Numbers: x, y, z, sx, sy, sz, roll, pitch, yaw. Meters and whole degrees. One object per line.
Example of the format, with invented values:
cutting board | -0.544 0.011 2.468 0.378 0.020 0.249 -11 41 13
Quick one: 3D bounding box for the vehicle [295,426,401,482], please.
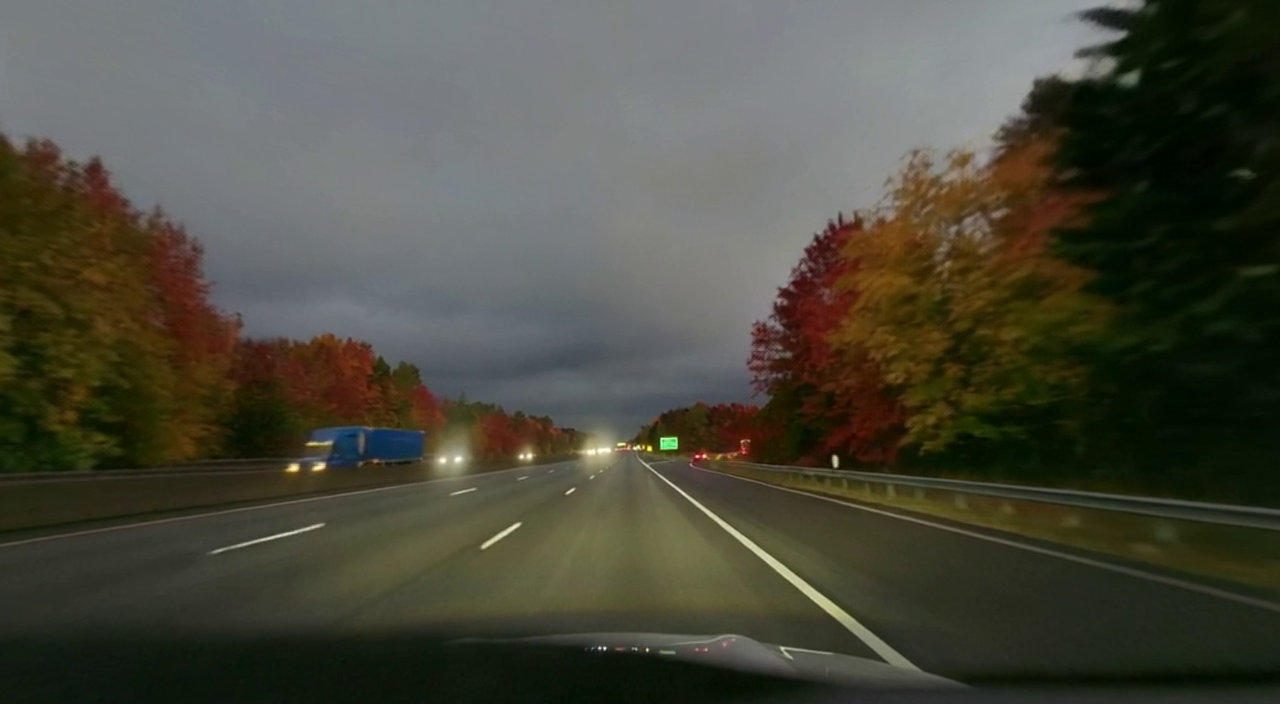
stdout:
vehicle | -21.022 7.450 46.067 2.960 3.582 10.273 0 -9 -1
